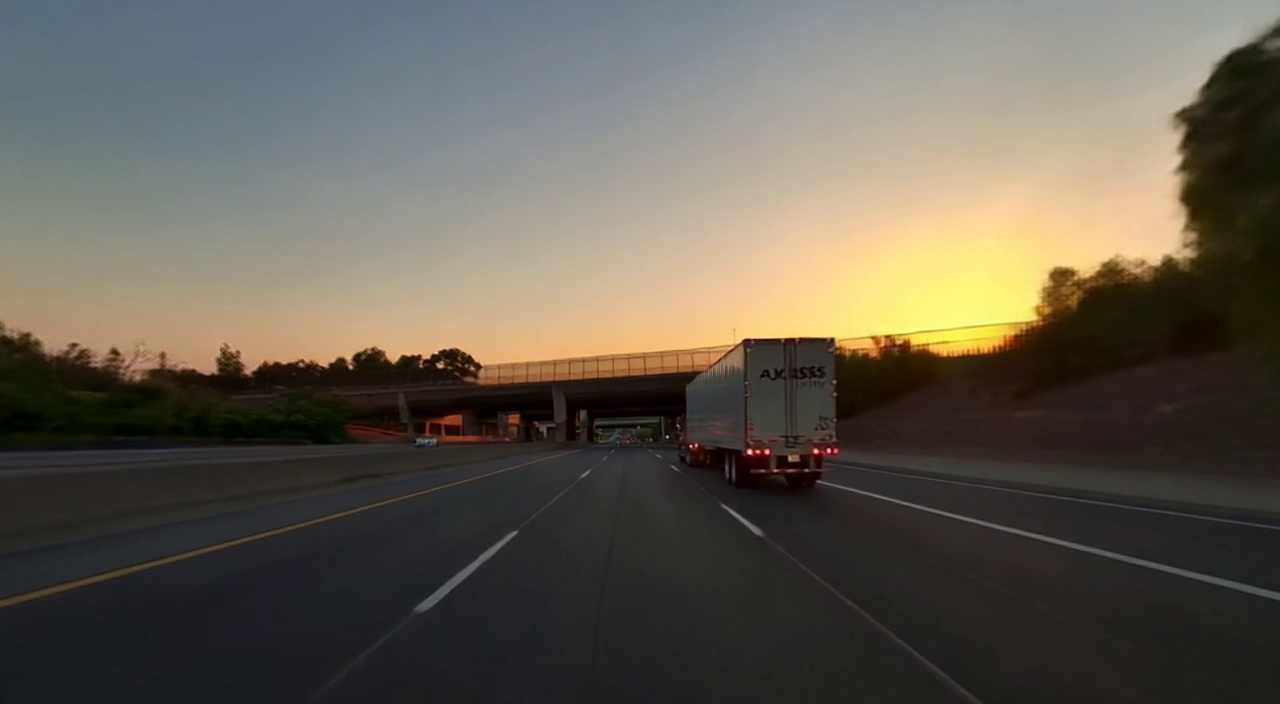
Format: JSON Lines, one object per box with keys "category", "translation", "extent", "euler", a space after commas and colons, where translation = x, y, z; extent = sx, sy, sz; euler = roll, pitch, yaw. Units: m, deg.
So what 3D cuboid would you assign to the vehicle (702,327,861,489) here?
{"category": "vehicle", "translation": [3.900, 1.957, 20.035], "extent": [2.880, 3.986, 9.103], "euler": [0, -8, 0]}
